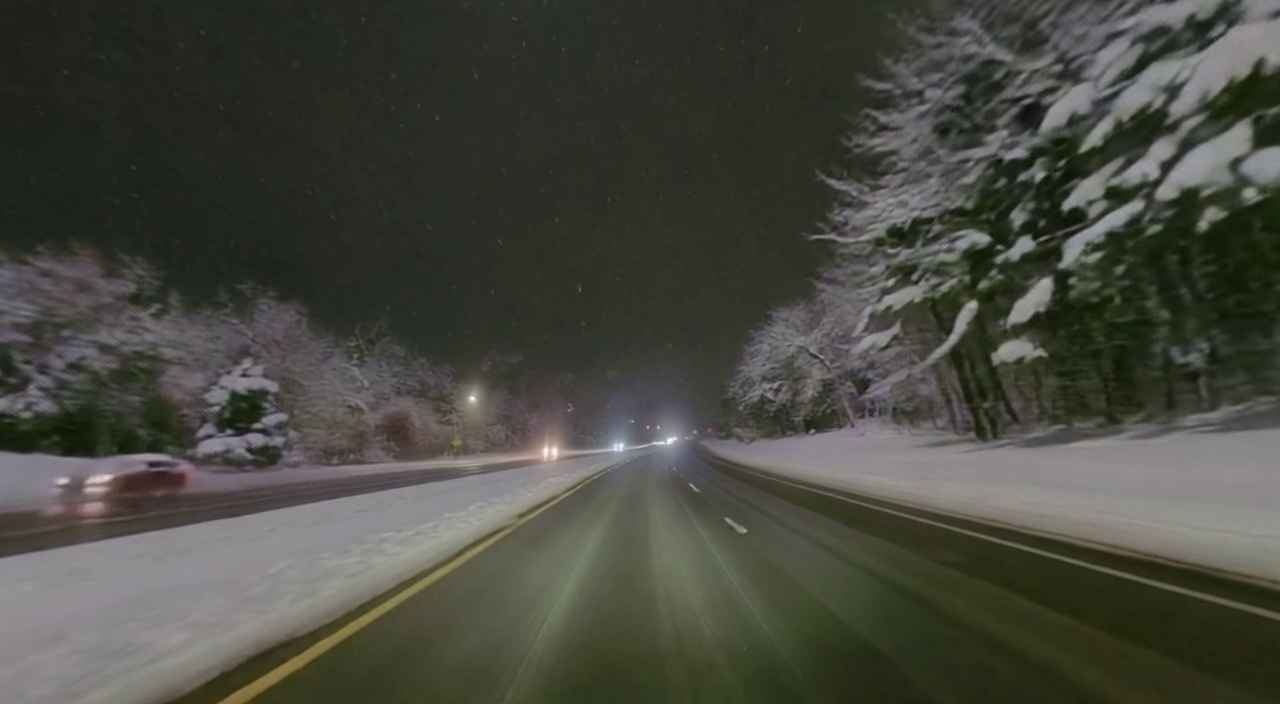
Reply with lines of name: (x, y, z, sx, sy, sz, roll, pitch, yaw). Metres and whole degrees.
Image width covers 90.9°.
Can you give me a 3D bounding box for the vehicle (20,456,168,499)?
vehicle: (-21.731, 4.986, 25.413, 1.864, 1.460, 4.509, -1, -8, 2)
